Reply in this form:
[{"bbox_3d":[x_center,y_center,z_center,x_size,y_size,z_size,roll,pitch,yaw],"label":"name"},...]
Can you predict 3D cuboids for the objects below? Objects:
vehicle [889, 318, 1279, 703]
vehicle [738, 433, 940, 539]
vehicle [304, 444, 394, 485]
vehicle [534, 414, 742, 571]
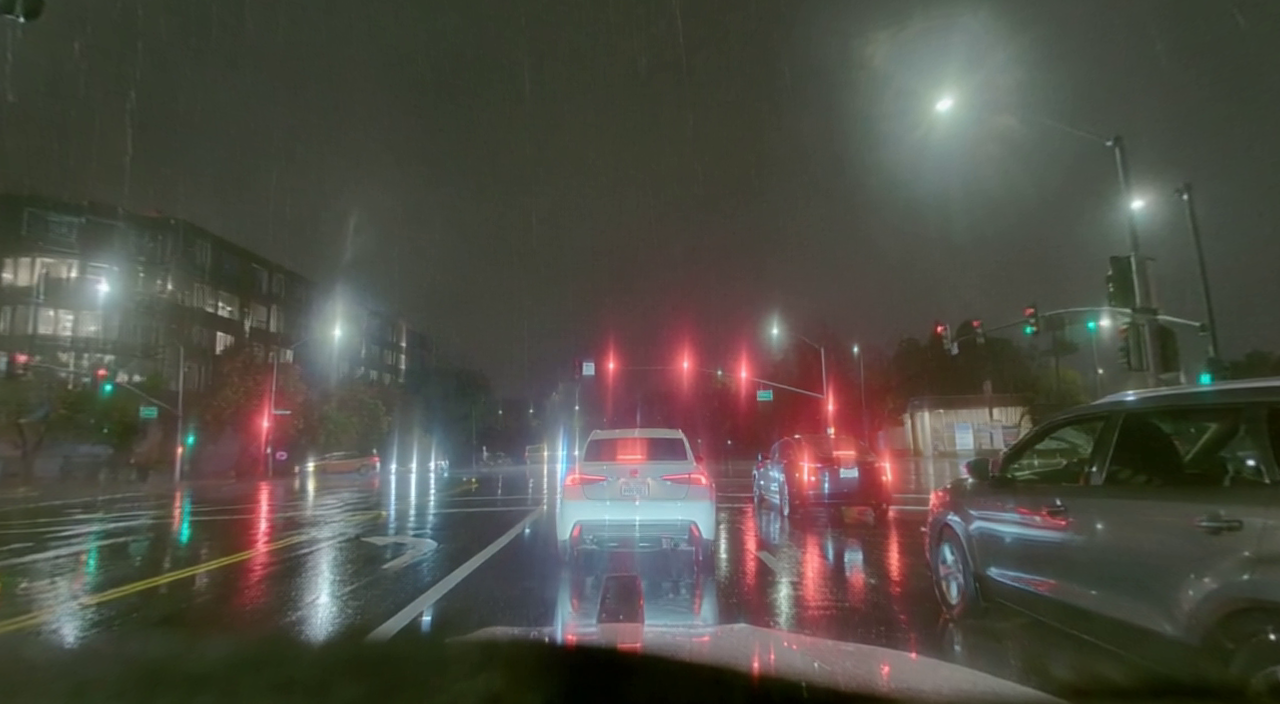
[{"bbox_3d":[3.008,0.864,2.667,2.103,1.701,4.294,0,-8,-1],"label":"vehicle"},{"bbox_3d":[3.153,2.215,11.140,2.001,1.463,4.398,0,-8,-2],"label":"vehicle"},{"bbox_3d":[-14.234,5.413,30.793,4.448,1.837,2.021,-6,-11,37],"label":"vehicle"},{"bbox_3d":[-0.070,1.786,8.758,2.188,1.637,4.027,0,-8,-1],"label":"vehicle"}]
